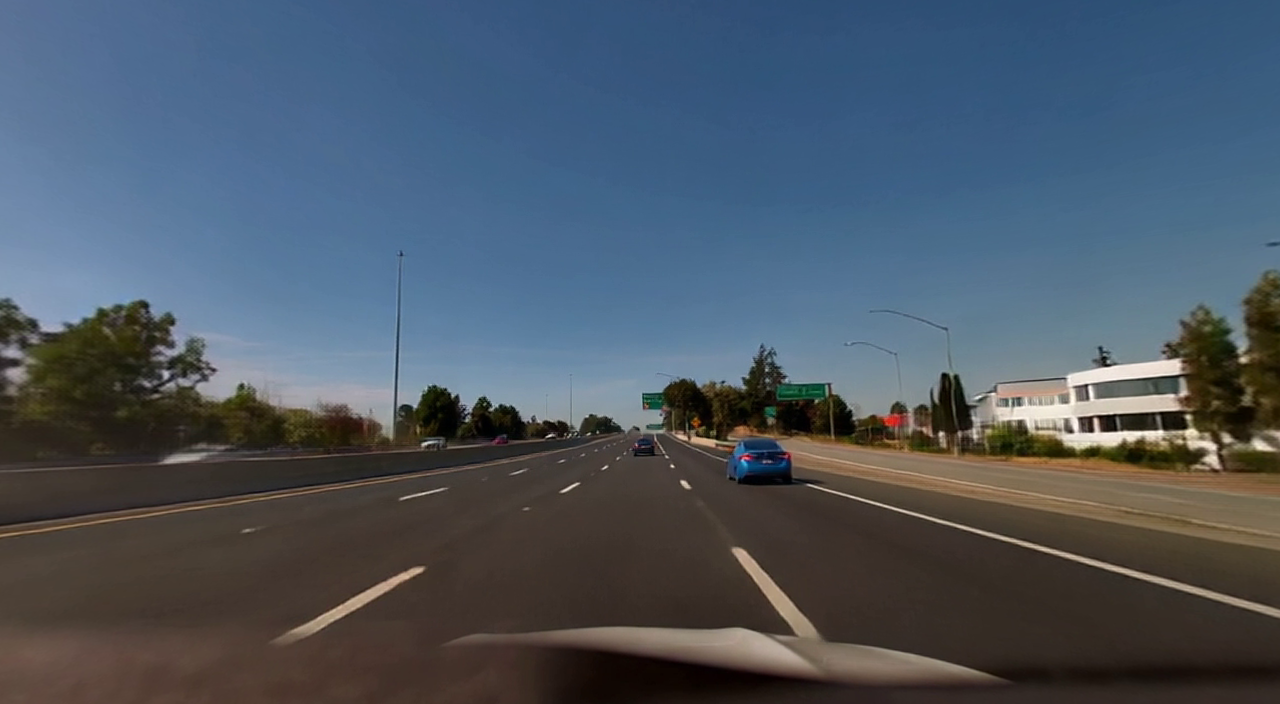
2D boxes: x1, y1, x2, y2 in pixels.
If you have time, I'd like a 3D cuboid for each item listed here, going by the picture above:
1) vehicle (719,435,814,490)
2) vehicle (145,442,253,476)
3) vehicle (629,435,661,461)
[{"bbox_3d":[3.826,3.443,19.982,2.029,1.528,4.644,0,-9,0],"label":"vehicle"},{"bbox_3d":[-21.176,5.133,30.608,1.985,1.534,4.396,0,-9,1],"label":"vehicle"},{"bbox_3d":[0.367,6.690,44.193,2.127,1.692,4.382,0,-9,1],"label":"vehicle"}]
